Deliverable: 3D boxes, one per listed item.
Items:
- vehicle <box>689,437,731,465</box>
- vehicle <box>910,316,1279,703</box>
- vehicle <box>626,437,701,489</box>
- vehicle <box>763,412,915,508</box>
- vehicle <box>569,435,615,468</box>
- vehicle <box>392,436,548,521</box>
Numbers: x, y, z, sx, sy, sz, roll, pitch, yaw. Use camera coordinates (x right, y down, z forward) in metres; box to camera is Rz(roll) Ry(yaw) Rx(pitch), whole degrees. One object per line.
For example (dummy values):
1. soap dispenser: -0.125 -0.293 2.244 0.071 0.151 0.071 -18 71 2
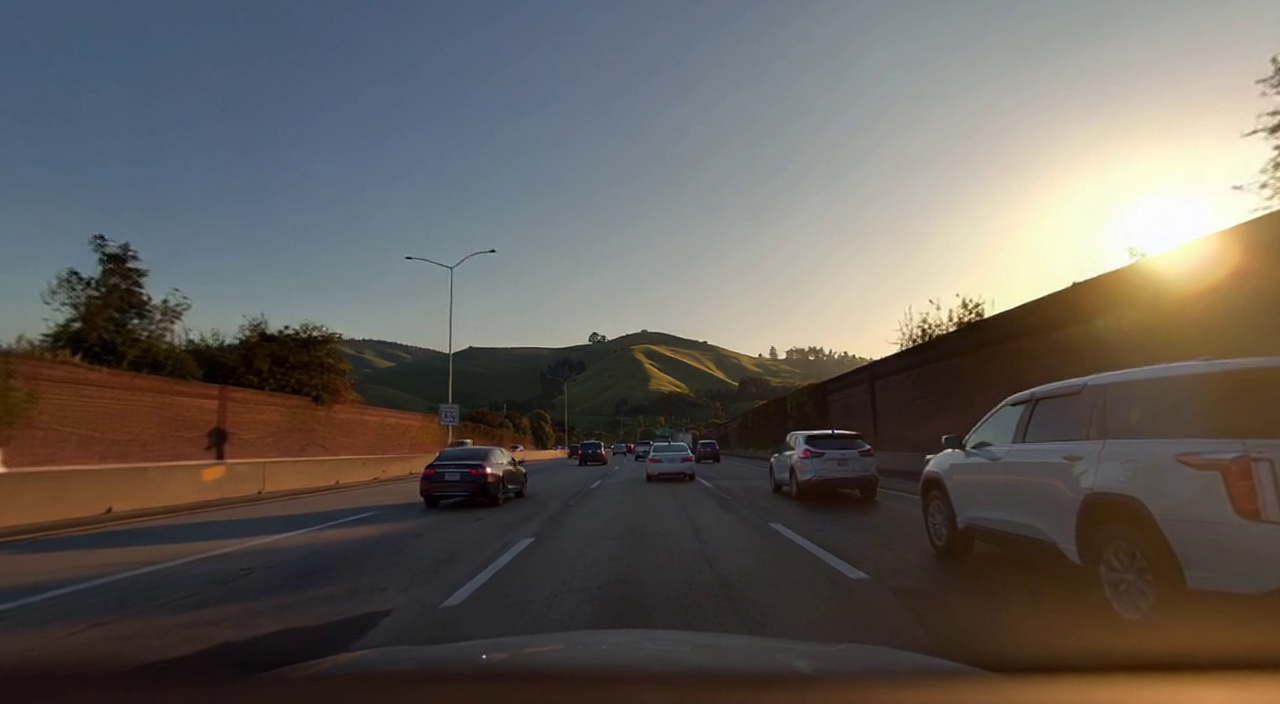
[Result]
1. vehicle: 3.871 5.522 35.322 1.855 1.513 3.915 0 -8 0
2. vehicle: 3.765 0.992 4.294 1.930 1.831 4.344 0 -8 0
3. vehicle: 0.659 3.432 19.861 2.105 1.471 3.978 0 -8 0
4. vehicle: 4.322 2.434 14.621 1.970 1.872 4.575 0 -8 -1
5. vehicle: -2.748 5.822 37.049 2.154 1.793 4.736 0 -8 2
6. vehicle: -3.302 2.526 13.234 1.961 1.456 4.362 0 -8 1
